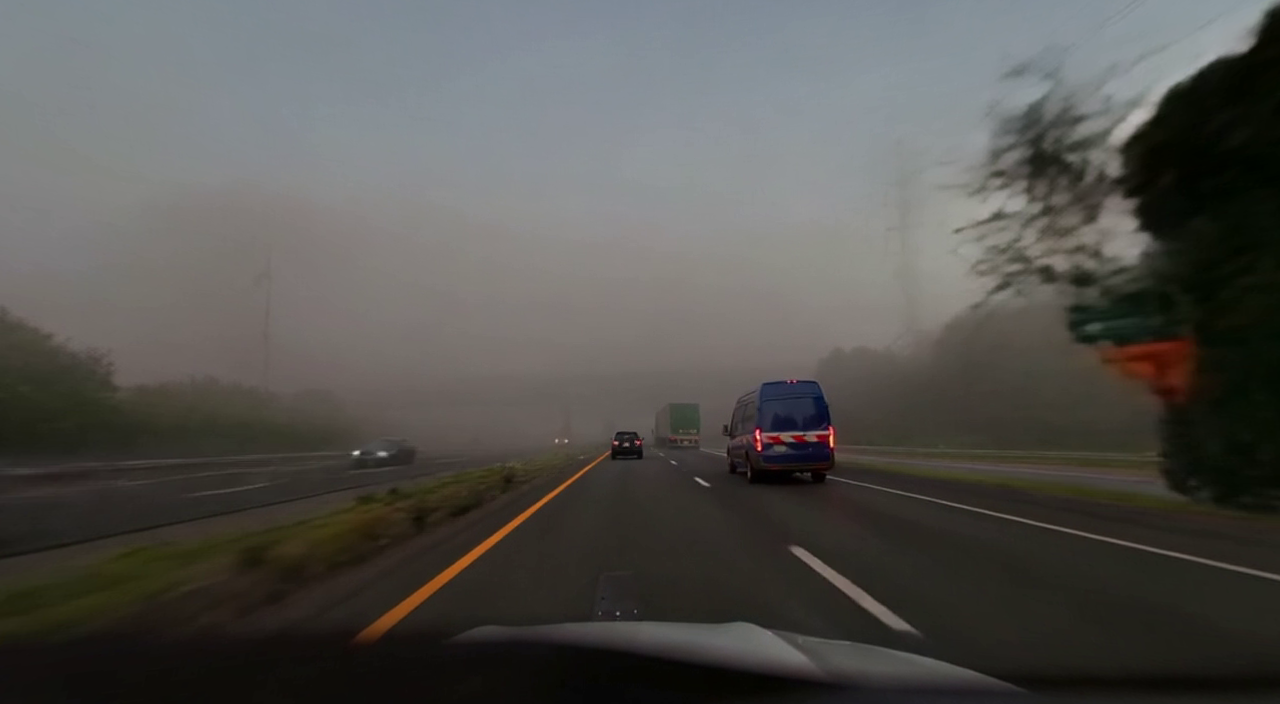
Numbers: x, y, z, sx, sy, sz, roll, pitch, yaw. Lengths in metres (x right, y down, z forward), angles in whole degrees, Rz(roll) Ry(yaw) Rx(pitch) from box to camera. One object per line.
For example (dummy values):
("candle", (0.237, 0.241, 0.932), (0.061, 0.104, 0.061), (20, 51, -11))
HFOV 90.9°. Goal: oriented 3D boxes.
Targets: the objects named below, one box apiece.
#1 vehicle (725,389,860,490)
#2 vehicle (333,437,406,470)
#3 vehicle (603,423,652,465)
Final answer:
("vehicle", (4.163, 2.550, 18.453), (2.387, 2.506, 5.374), (0, -8, -2))
("vehicle", (-13.186, 4.934, 30.958), (1.842, 1.486, 3.971), (0, -8, 0))
("vehicle", (-0.569, 4.185, 28.747), (2.073, 1.750, 4.116), (0, -8, -1))
